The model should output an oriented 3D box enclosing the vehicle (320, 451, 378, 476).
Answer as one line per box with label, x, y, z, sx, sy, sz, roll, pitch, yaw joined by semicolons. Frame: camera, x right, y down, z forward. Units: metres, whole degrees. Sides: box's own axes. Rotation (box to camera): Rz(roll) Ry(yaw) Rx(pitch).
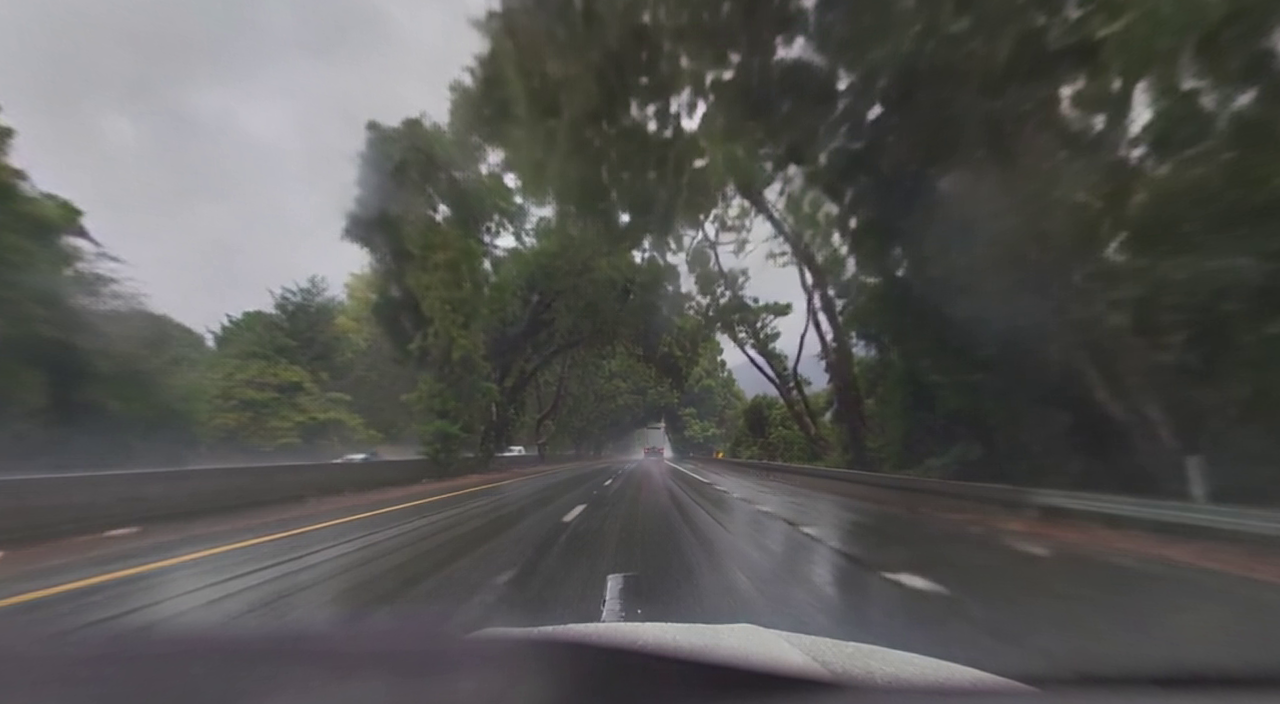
vehicle;-20.512;7.854;44.667;1.947;1.684;4.405;0;-9;1
